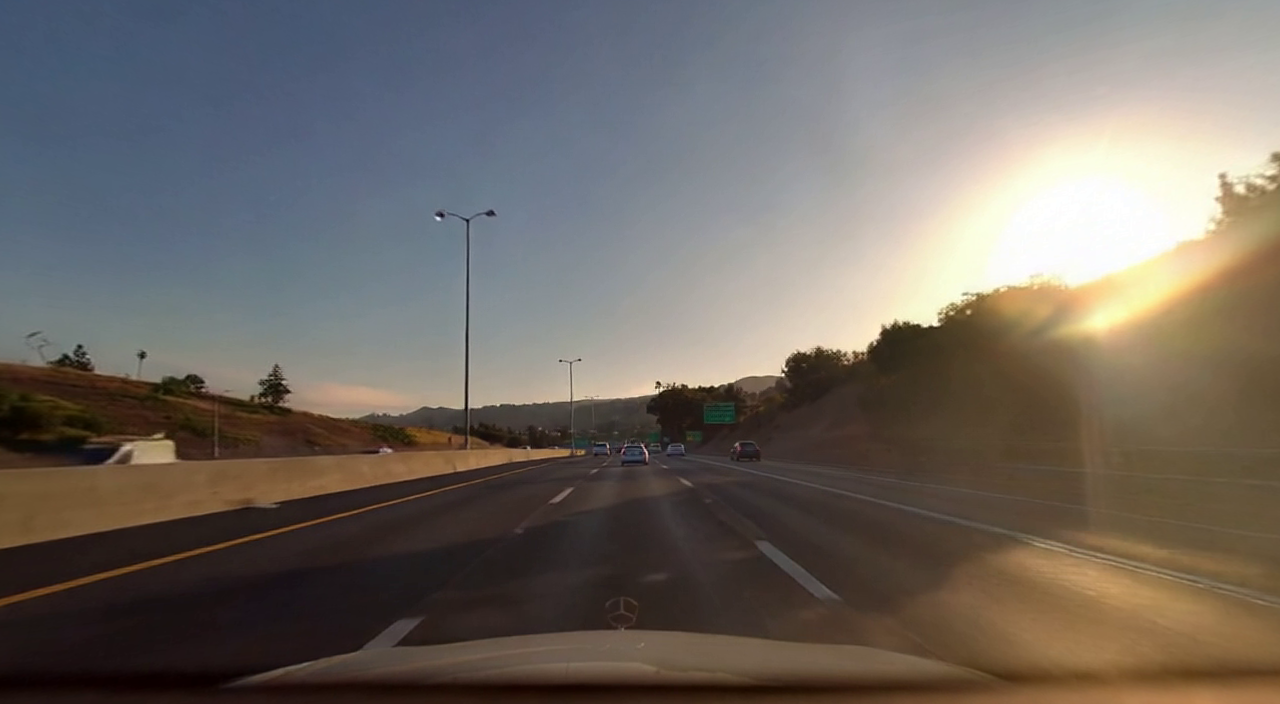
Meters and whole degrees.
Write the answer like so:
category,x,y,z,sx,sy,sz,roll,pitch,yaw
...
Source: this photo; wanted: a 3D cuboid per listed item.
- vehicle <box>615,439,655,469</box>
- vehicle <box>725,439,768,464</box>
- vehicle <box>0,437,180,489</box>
category,x,y,z,sx,sy,sz,roll,pitch,yaw
vehicle,-0.306,5.365,33.272,1.985,1.457,4.227,0,-8,-1
vehicle,6.872,6.485,41.296,1.935,1.478,4.433,0,-8,-2
vehicle,-23.626,4.773,27.639,2.345,1.997,6.208,0,-8,0
